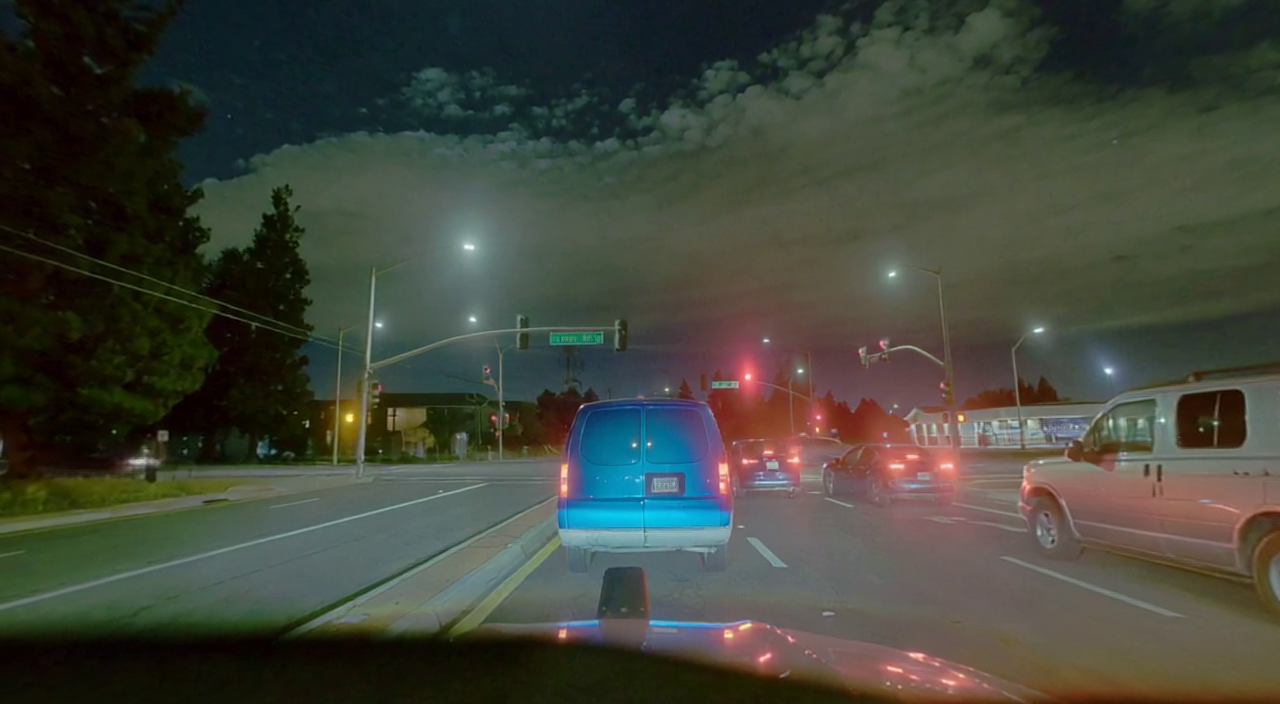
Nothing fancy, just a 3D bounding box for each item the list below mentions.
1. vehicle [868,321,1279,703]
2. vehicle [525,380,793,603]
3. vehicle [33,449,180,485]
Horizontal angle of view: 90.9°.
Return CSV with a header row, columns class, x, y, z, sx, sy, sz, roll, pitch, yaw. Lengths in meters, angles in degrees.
class,x,y,z,sx,sy,sz,roll,pitch,yaw
vehicle,2.899,0.947,3.187,1.971,1.663,4.287,0,-8,2
vehicle,0.166,1.465,7.433,2.185,1.822,4.391,0,-8,0
vehicle,-24.204,5.209,28.779,4.789,1.514,1.866,1,-8,-6
